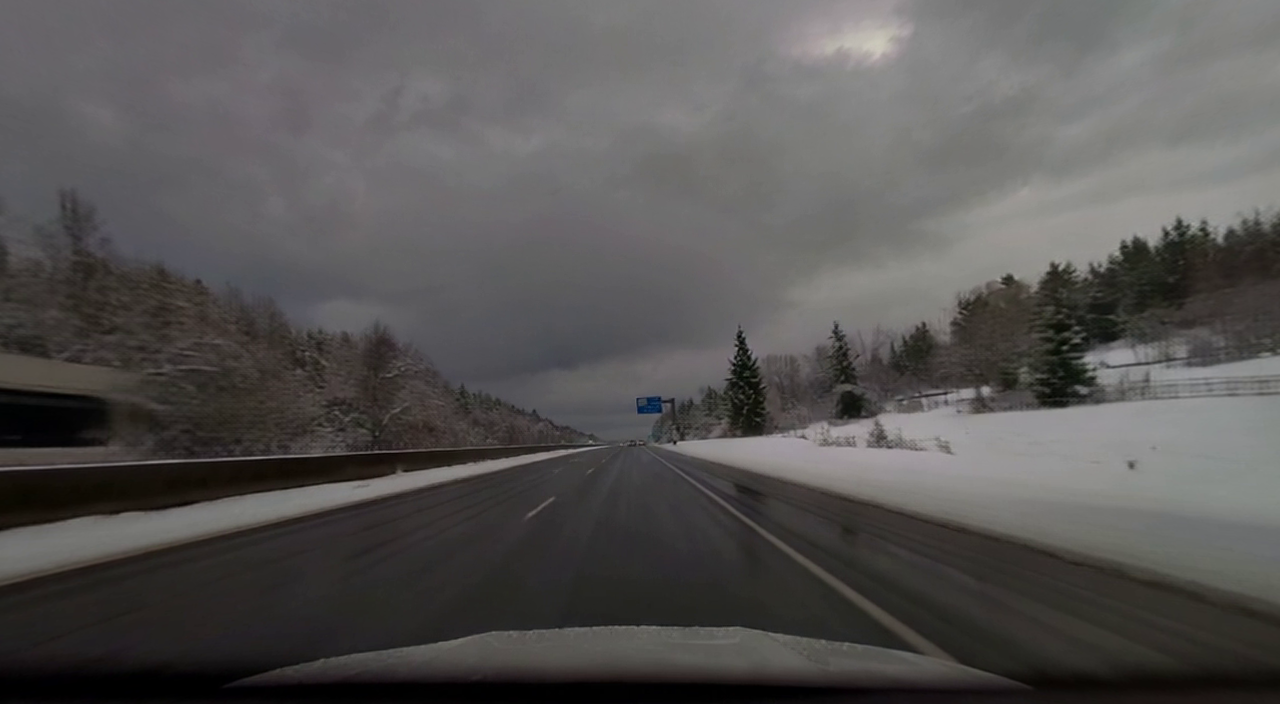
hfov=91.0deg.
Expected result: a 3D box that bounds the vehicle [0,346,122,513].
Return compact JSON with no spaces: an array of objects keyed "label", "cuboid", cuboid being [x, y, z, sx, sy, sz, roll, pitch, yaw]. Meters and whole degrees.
[{"label":"vehicle","cuboid":[-17.341,1.848,15.062,3.011,4.097,8.046,0,-8,-1]}]
